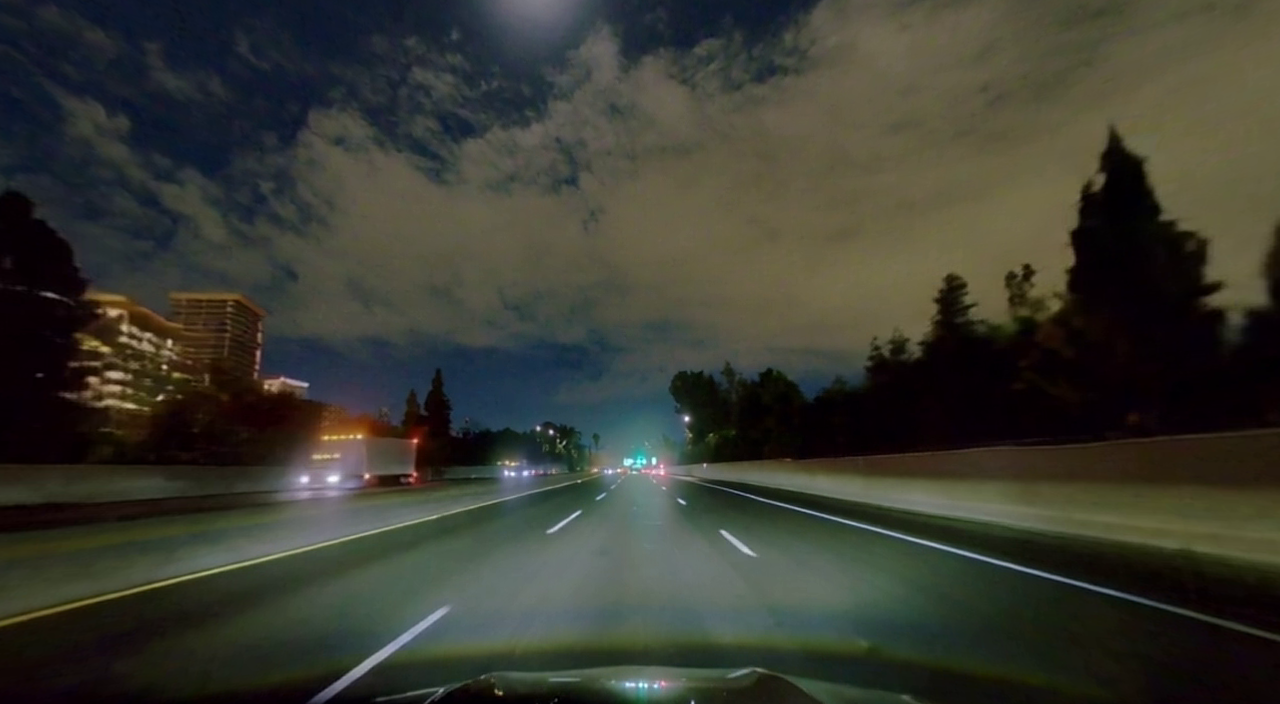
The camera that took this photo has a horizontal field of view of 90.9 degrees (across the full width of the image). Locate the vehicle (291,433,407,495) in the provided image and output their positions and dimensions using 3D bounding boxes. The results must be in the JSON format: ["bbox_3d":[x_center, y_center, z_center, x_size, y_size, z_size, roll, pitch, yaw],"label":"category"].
[{"bbox_3d":[-19.851,7.855,43.991,2.948,3.734,10.618,1,-11,0],"label":"vehicle"}]
